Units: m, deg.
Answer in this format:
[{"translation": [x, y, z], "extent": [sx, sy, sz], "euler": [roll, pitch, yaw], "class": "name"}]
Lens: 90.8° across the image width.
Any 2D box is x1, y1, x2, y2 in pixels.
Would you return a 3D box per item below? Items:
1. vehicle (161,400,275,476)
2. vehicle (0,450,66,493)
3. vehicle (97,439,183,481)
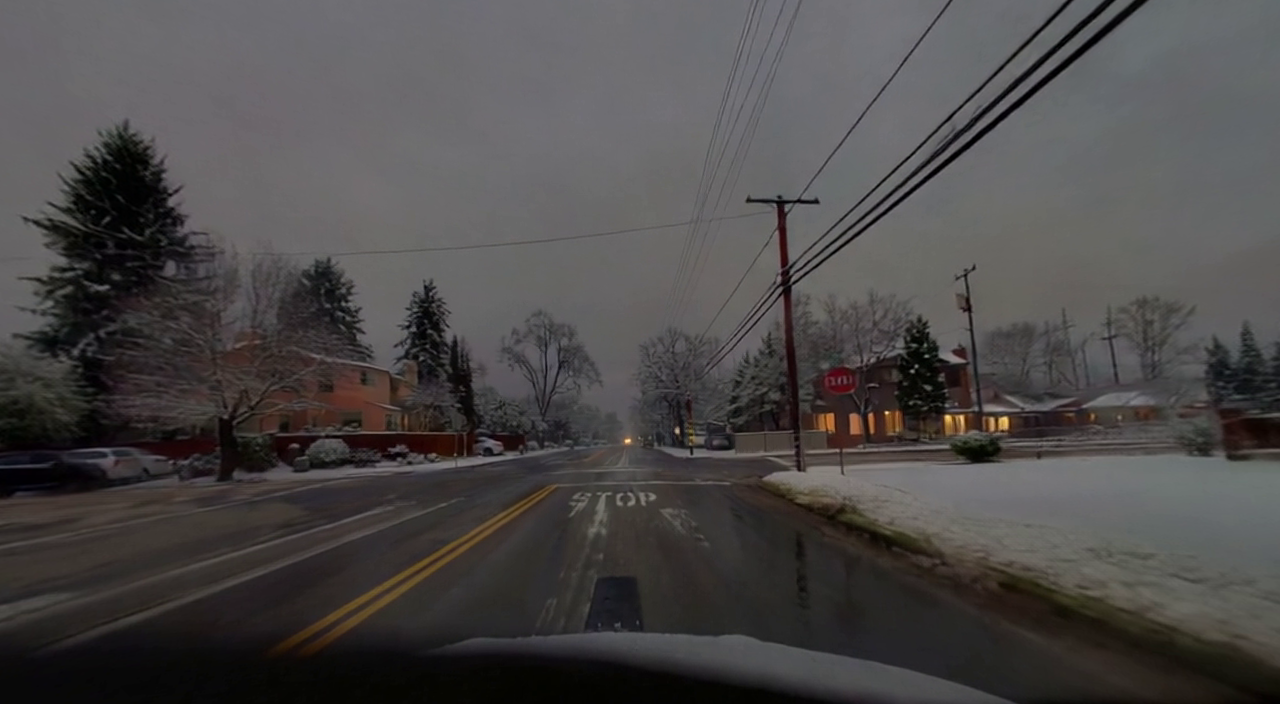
[{"translation": [-20.212, 4.435, 30.876], "extent": [2.842, 3.181, 8.576], "euler": [5, -12, -23], "class": "vehicle"}, {"translation": [-24.078, 4.476, 23.960], "extent": [1.955, 1.448, 4.542], "euler": [3, -9, -23], "class": "vehicle"}, {"translation": [-23.721, 5.108, 30.176], "extent": [2.083, 1.802, 4.455], "euler": [4, -9, -24], "class": "vehicle"}]
